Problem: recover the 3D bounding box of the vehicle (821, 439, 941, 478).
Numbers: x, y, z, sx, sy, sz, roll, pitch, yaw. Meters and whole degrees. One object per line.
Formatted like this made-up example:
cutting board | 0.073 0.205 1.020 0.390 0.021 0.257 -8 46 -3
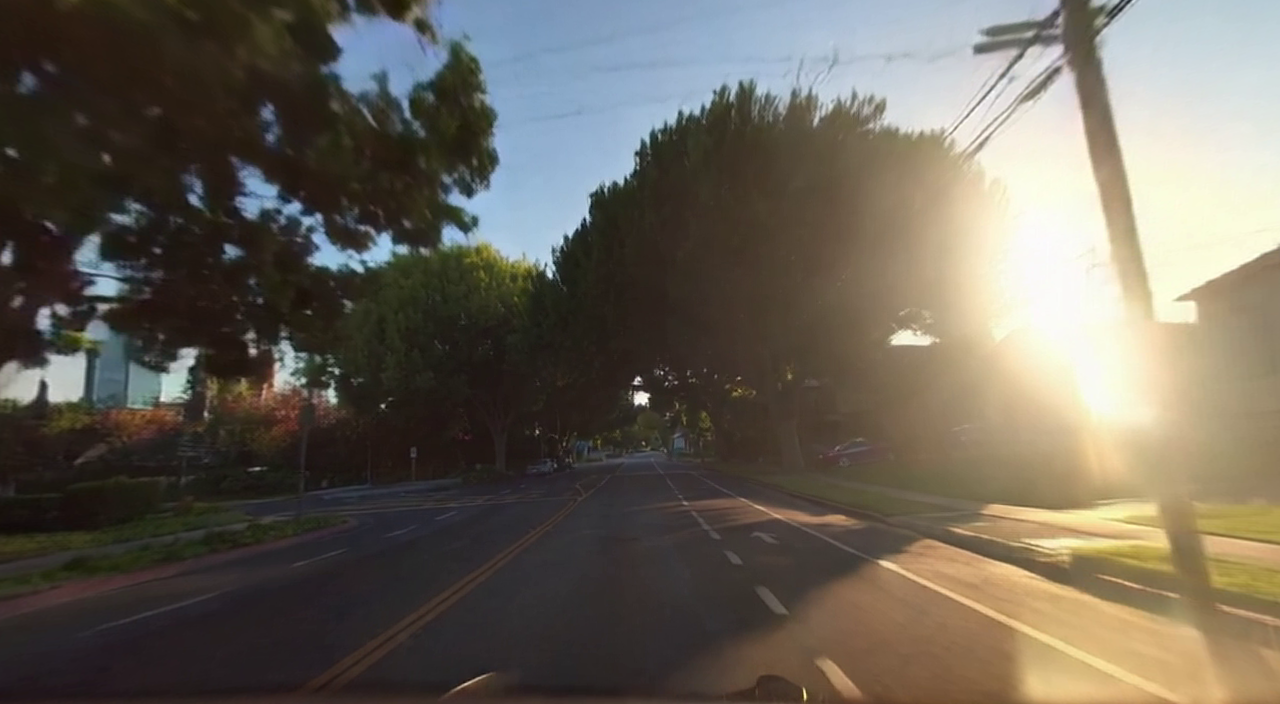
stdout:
vehicle | 11.060 4.991 29.437 1.904 1.626 5.012 7 -12 -31
